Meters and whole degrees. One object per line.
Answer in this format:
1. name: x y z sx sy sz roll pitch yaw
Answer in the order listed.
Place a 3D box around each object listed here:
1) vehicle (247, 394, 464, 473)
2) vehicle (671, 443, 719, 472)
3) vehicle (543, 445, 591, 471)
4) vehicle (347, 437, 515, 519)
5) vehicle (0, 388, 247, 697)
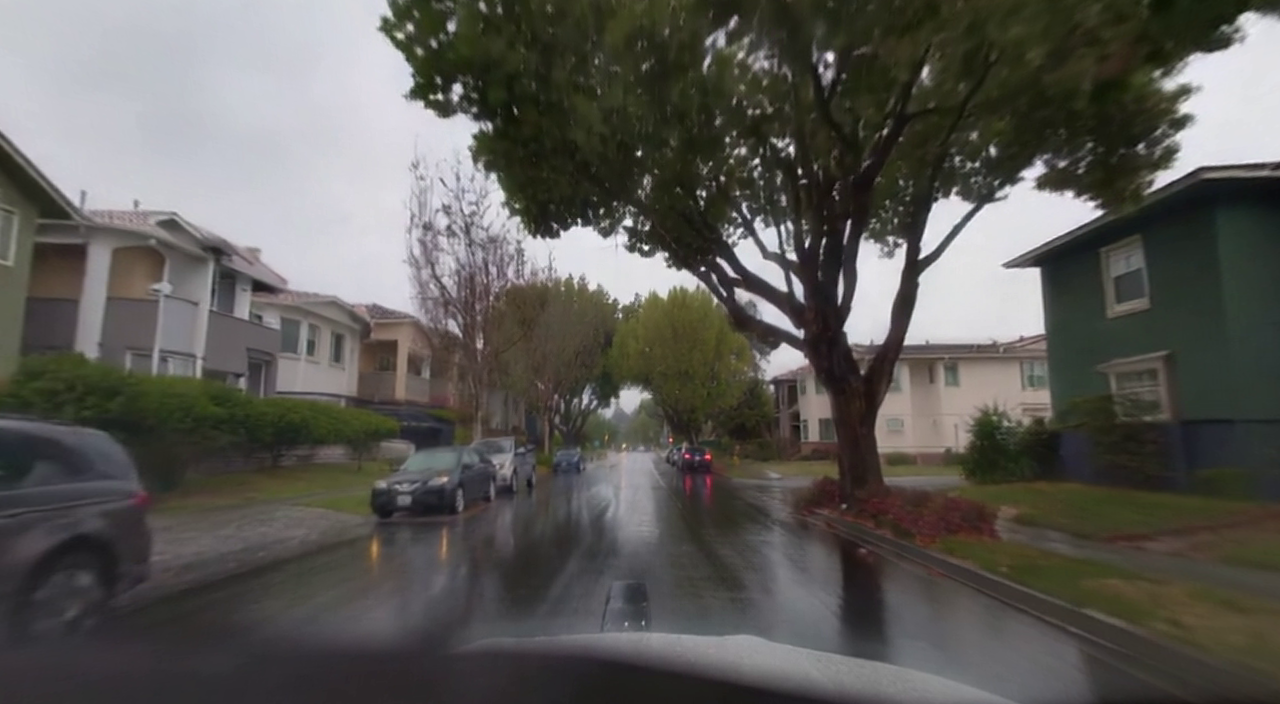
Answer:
1. vehicle: -10.630 3.138 24.133 6.780 2.770 2.970 0 -9 1
2. vehicle: 2.962 5.820 35.044 2.000 1.456 5.251 1 -9 -2
3. vehicle: -3.984 5.904 35.215 1.995 1.330 4.080 0 -9 3
4. vehicle: -4.364 2.700 14.074 2.086 1.493 4.582 -1 -9 1
5. vehicle: -4.477 1.014 3.287 1.974 1.664 4.539 0 -10 -1
